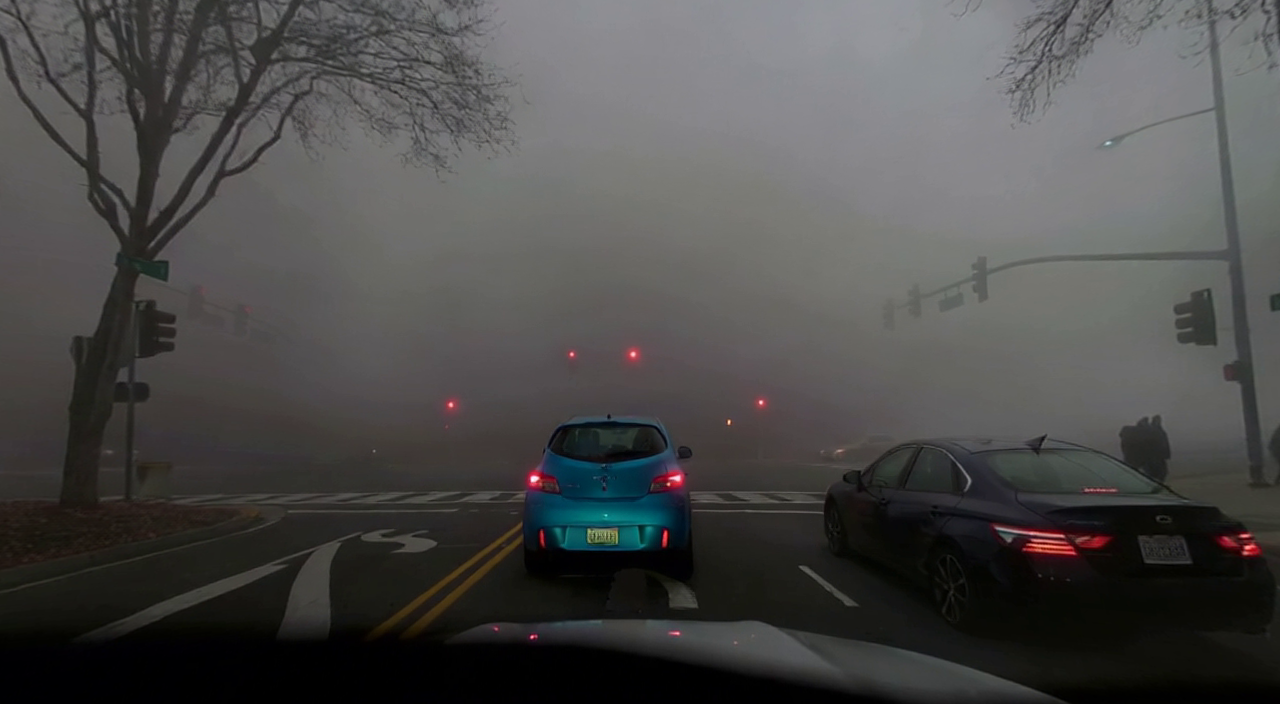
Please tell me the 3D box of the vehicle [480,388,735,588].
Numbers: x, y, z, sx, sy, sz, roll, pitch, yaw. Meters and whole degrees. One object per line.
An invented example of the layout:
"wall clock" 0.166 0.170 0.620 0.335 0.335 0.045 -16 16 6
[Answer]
"vehicle" -0.345 1.520 7.799 2.247 1.760 4.231 0 -9 -2

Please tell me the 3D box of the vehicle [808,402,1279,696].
"vehicle" 3.168 1.402 5.769 1.932 1.562 4.629 0 -9 -1
